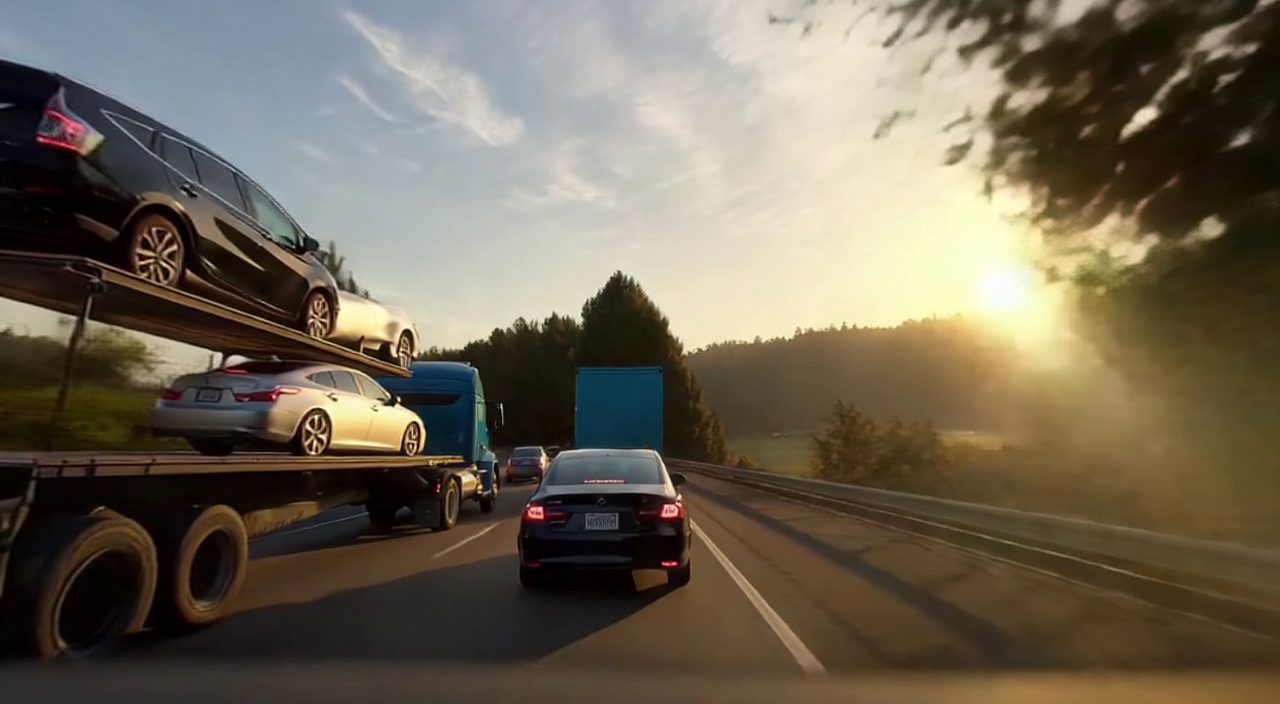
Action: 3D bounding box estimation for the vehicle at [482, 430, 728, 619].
[{"bbox_3d":[-0.302,1.669,6.890,1.991,1.507,3.391,0,-9,-1],"label":"vehicle"}]

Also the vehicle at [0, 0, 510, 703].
[{"bbox_3d":[-4.622,0.565,8.234,2.836,4.059,14.286,0,-9,0],"label":"vehicle"}]
